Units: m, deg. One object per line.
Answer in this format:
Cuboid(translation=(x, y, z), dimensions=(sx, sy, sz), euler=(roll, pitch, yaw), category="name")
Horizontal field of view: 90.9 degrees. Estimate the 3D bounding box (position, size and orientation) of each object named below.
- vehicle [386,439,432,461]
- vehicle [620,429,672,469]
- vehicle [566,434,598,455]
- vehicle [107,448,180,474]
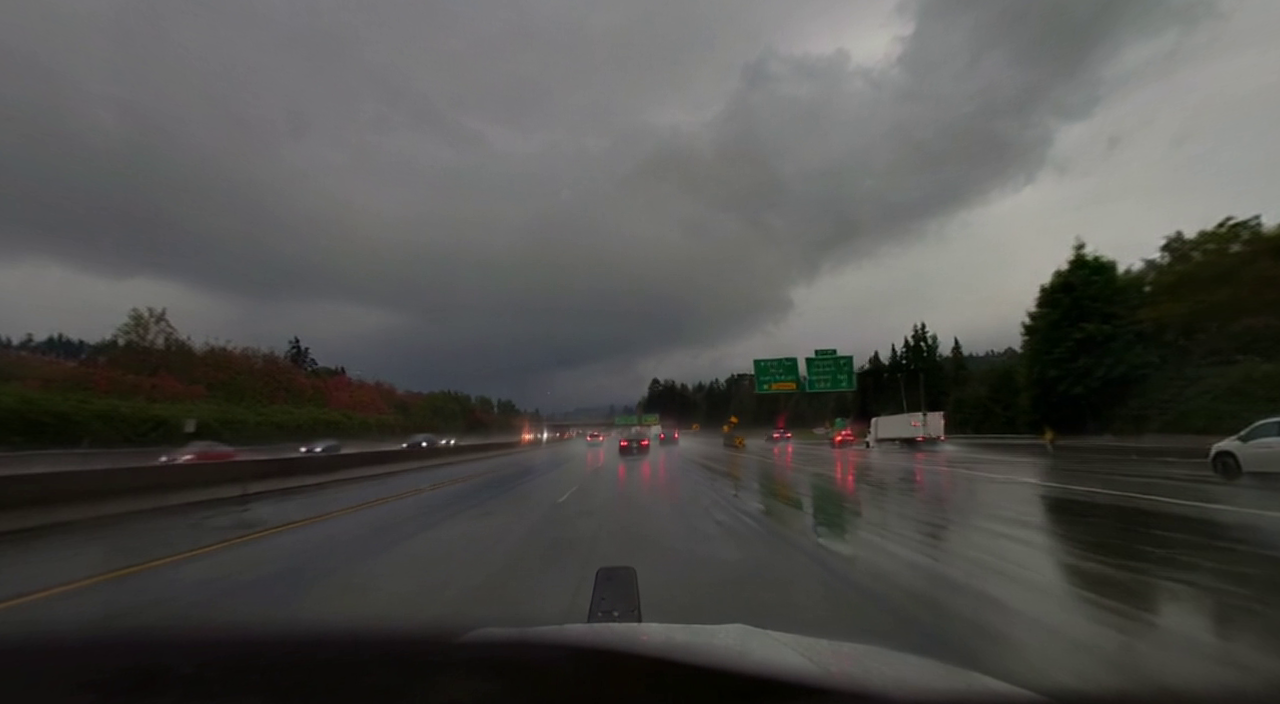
Cuboid(translation=(-16.193, 6.892, 44.313), dimensions=(1.866, 1.467, 3.734), euler=(0, -8, -1), category="vehicle")
Cuboid(translation=(0.176, 4.150, 27.162), dimensions=(2.086, 1.554, 3.875), euler=(0, -8, -2), category="vehicle")
Cuboid(translation=(-4.247, 6.820, 46.563), dimensions=(2.014, 1.471, 4.380), euler=(0, -8, -1), category="vehicle")
Cuboid(translation=(-31.155, 6.826, 39.678), dimensions=(1.639, 1.453, 3.644), euler=(0, -8, -1), category="vehicle")
